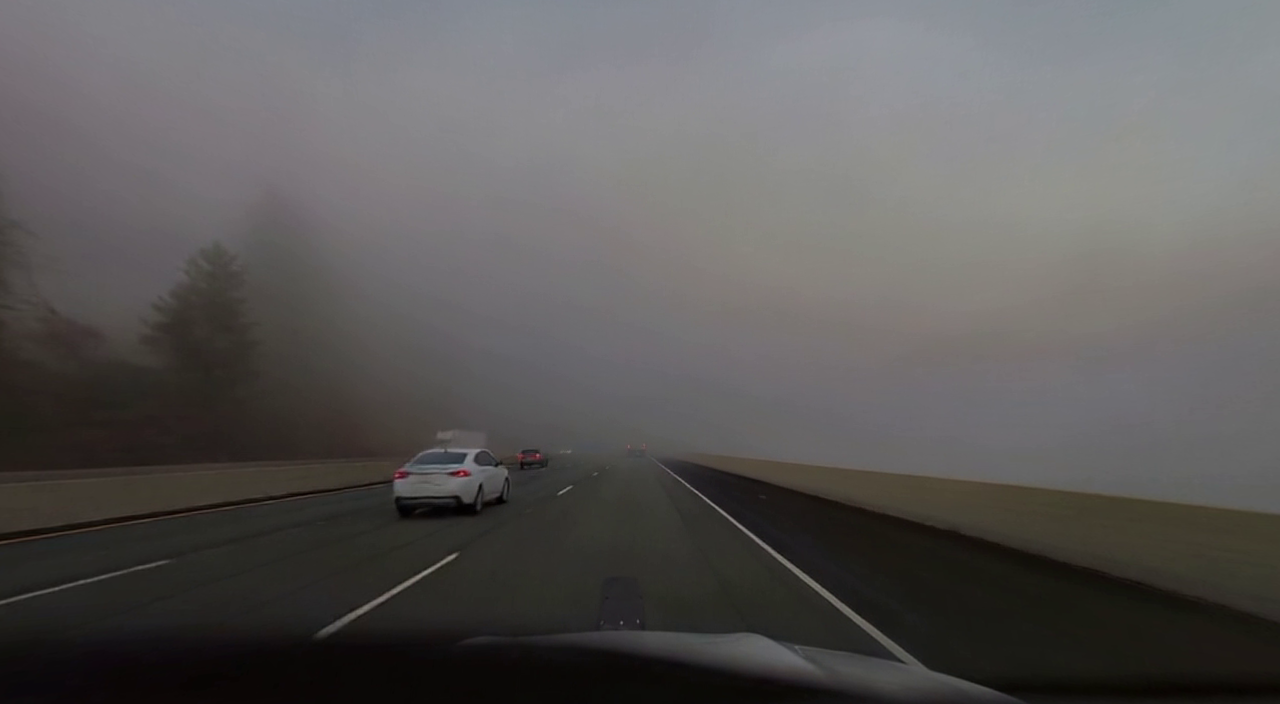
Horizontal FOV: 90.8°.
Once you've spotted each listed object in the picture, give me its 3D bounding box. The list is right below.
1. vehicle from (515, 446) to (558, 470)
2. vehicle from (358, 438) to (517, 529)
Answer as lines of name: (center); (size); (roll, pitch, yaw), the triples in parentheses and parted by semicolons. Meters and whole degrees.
vehicle: (-7.263, 7.485, 44.848); (2.179, 1.577, 5.070); (0, -9, 1)
vehicle: (-3.817, 2.536, 12.668); (1.893, 1.521, 3.742); (0, -9, 1)
